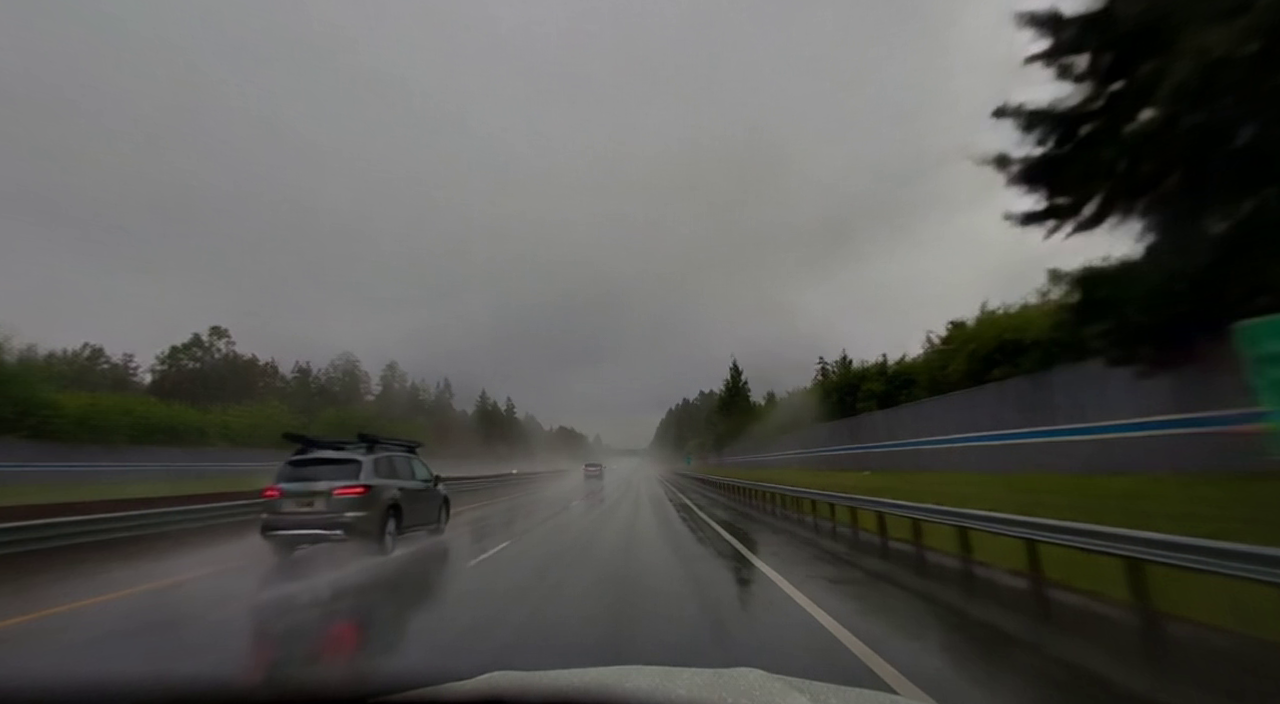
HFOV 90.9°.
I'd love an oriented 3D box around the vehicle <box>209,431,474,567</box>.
[{"bbox_3d":[-4.292,2.226,10.051,2.022,1.650,4.331,1,-11,0],"label":"vehicle"}]
